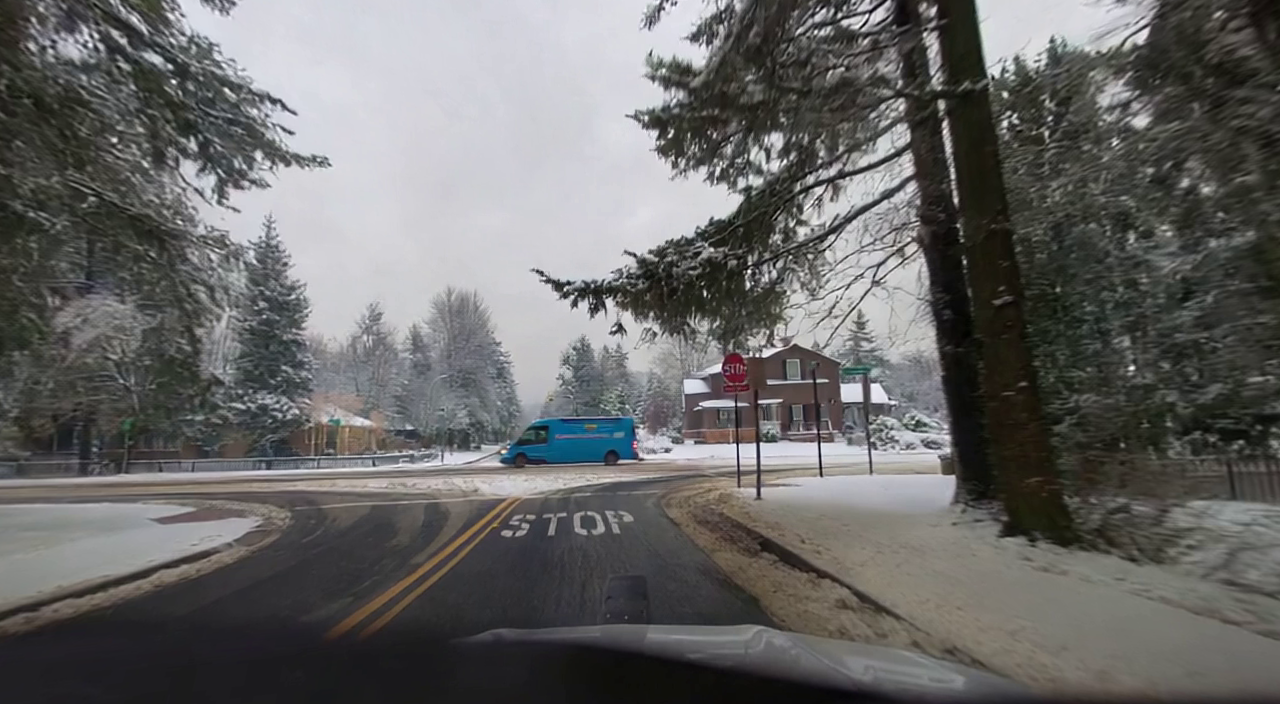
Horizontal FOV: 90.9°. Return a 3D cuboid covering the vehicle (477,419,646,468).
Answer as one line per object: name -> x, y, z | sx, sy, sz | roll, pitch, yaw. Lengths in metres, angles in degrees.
vehicle -> -3.380, 3.917, 27.102 | 6.877, 1.941, 2.405 | 1, -8, -11
